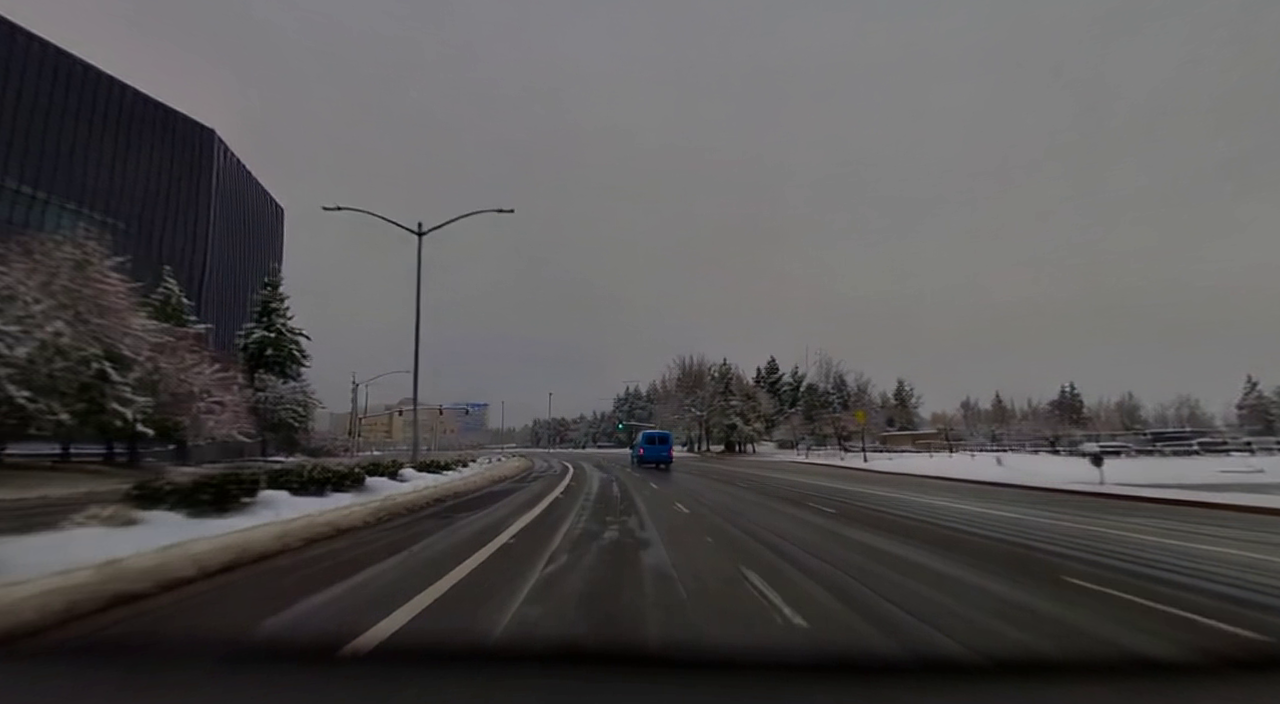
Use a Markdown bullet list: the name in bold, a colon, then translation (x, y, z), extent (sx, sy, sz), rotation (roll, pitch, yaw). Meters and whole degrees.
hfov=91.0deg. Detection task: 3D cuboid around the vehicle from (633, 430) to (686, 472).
- **vehicle**: translation (1.012, 5.723, 36.526), extent (2.339, 2.244, 4.817), rotation (1, -9, -7)
